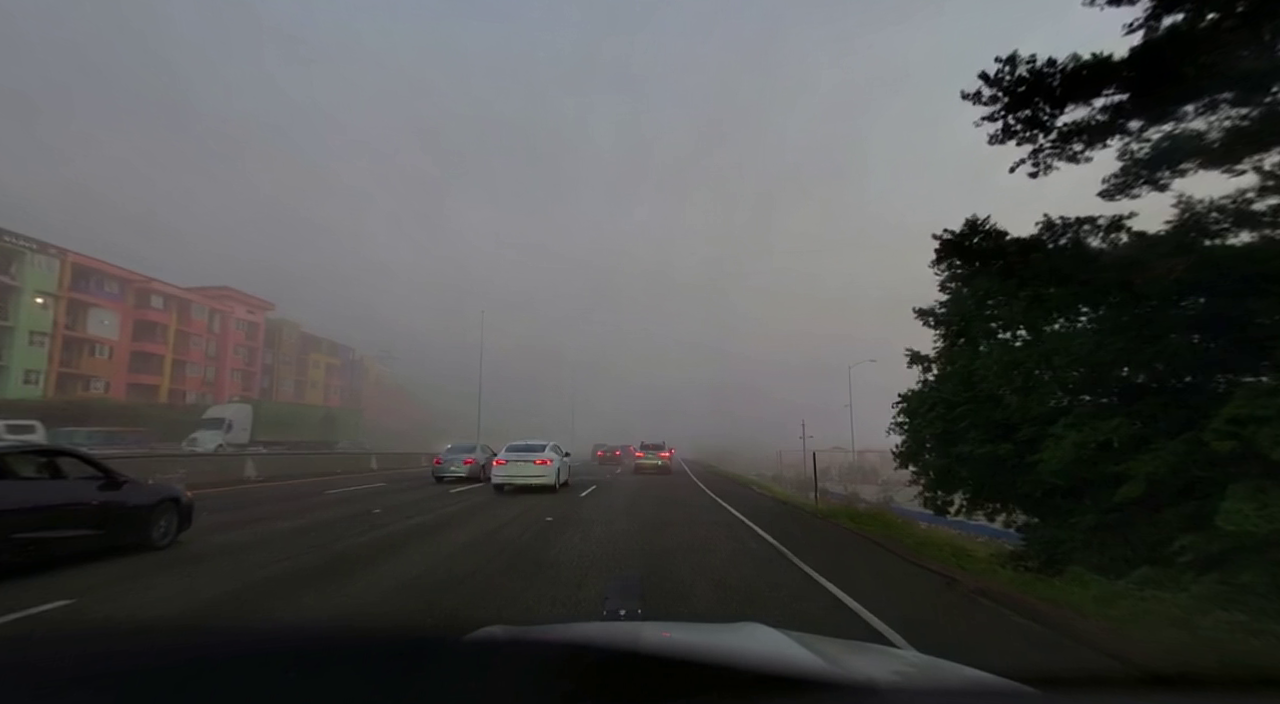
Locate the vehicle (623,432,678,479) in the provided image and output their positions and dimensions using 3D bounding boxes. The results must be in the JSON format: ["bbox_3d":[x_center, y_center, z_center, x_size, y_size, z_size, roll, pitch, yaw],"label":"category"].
[{"bbox_3d":[0.474,4.266,26.245,2.116,1.763,4.352,0,-8,2],"label":"vehicle"}]

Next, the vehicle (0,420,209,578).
[{"bbox_3d":[-7.022,1.459,6.463,1.959,1.486,4.460,0,-8,1],"label":"vehicle"}]

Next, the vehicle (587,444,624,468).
[{"bbox_3d":[-2.268,6.957,42.316,2.029,1.497,3.960,0,-8,4],"label":"vehicle"}]

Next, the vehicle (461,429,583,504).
[{"bbox_3d":[-2.863,2.917,16.481,2.109,1.657,4.554,0,-8,2],"label":"vehicle"}]

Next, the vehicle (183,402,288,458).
[{"bbox_3d":[-29.497,5.813,46.383,2.979,3.846,6.663,0,-8,2],"label":"vehicle"}]
